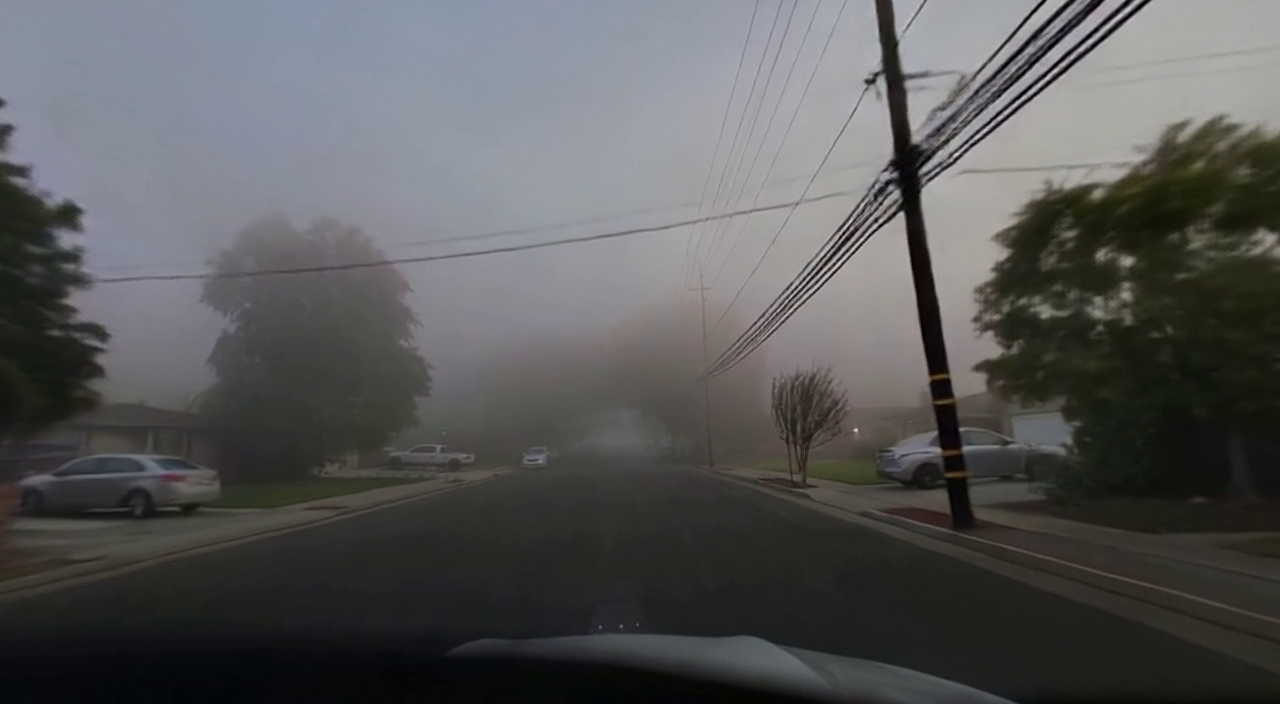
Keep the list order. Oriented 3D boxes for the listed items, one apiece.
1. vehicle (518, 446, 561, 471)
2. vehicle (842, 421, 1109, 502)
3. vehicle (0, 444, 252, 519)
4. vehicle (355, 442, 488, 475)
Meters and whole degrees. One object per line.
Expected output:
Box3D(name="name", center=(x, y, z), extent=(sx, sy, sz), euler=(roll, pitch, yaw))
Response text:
Box3D(name="vehicle", center=(-6.631, 7.062, 42.193), extent=(2.208, 1.491, 5.089), euler=(0, -8, -1))
Box3D(name="vehicle", center=(8.964, 2.948, 17.419), extent=(5.890, 1.896, 2.459), euler=(-2, -7, 1))
Box3D(name="vehicle", center=(-11.295, 2.757, 13.719), extent=(4.371, 1.482, 1.954), euler=(0, -9, -1))
Box3D(name="vehicle", center=(-12.295, 6.039, 35.974), extent=(6.619, 1.759, 2.632), euler=(0, -9, -2))
